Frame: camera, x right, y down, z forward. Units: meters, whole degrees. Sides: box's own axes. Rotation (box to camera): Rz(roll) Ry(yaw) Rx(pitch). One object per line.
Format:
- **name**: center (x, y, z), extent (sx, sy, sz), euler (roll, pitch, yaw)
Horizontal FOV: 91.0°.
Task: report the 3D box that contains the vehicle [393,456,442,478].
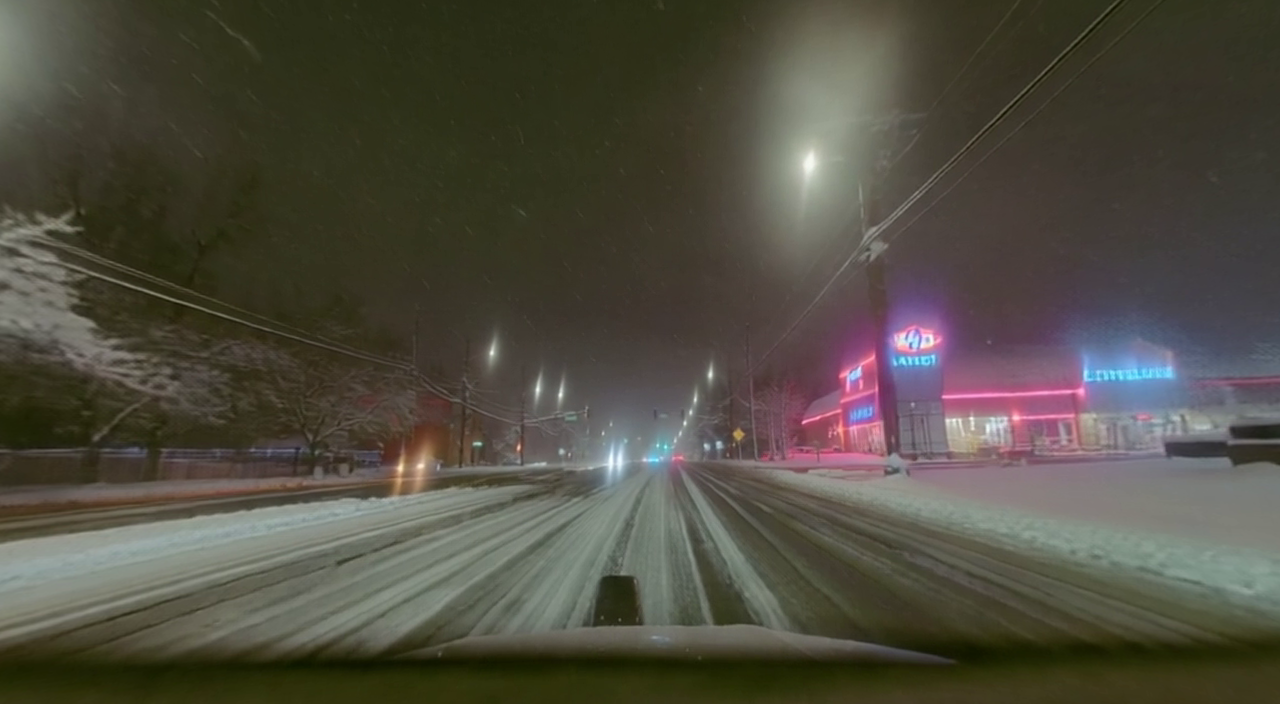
- **vehicle**: center (-16.732, 8.658, 47.548), extent (1.938, 1.465, 4.744), euler (-2, -9, 1)
